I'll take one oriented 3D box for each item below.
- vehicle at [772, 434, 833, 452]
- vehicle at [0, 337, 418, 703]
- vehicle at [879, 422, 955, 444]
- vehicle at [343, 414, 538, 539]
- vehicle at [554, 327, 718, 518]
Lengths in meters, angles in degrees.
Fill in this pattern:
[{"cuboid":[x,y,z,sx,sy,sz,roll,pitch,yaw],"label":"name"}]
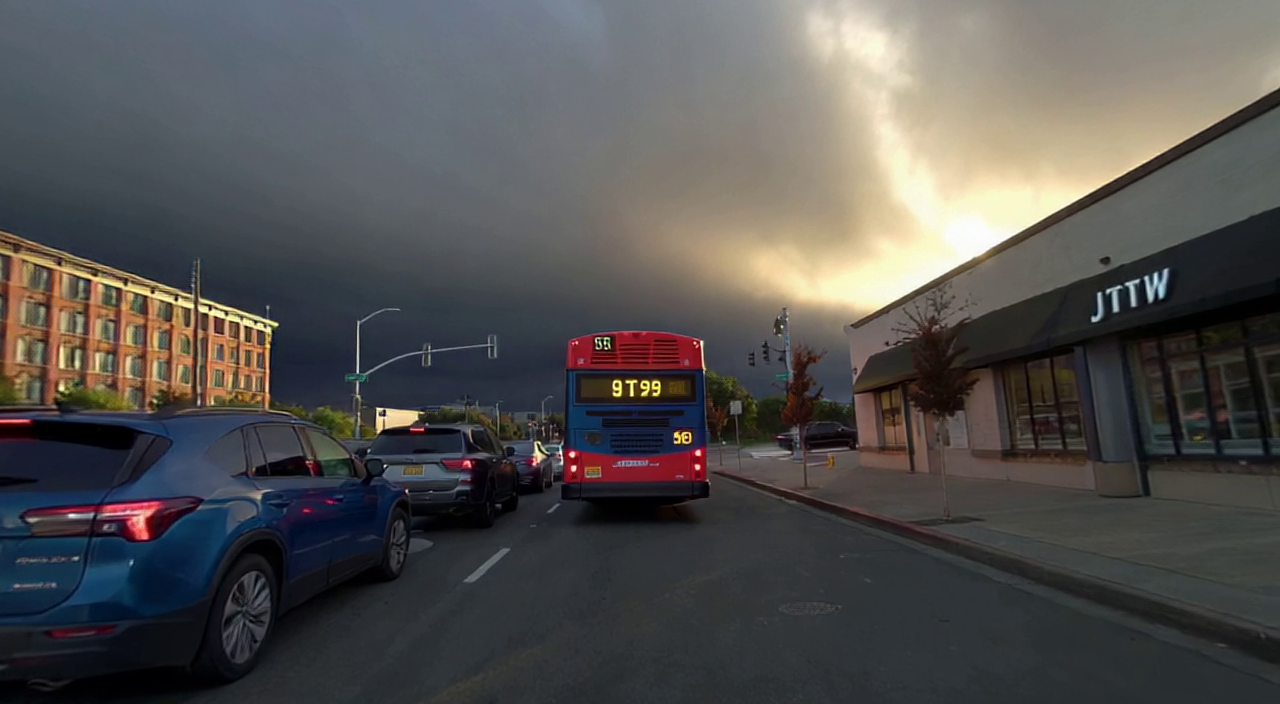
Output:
[{"cuboid":[11.952,6.734,46.652,3.949,1.337,1.738,0,-9,-3],"label":"vehicle"},{"cuboid":[-3.214,1.092,3.982,2.020,1.725,4.384,0,-8,0],"label":"vehicle"},{"cuboid":[20.685,6.078,47.278,4.827,1.555,1.863,1,-9,-6],"label":"vehicle"},{"cuboid":[-3.343,2.198,11.772,2.096,1.828,4.669,0,-8,0],"label":"vehicle"},{"cuboid":[-0.310,1.987,16.505,2.938,3.468,9.972,0,-9,-3],"label":"vehicle"}]
